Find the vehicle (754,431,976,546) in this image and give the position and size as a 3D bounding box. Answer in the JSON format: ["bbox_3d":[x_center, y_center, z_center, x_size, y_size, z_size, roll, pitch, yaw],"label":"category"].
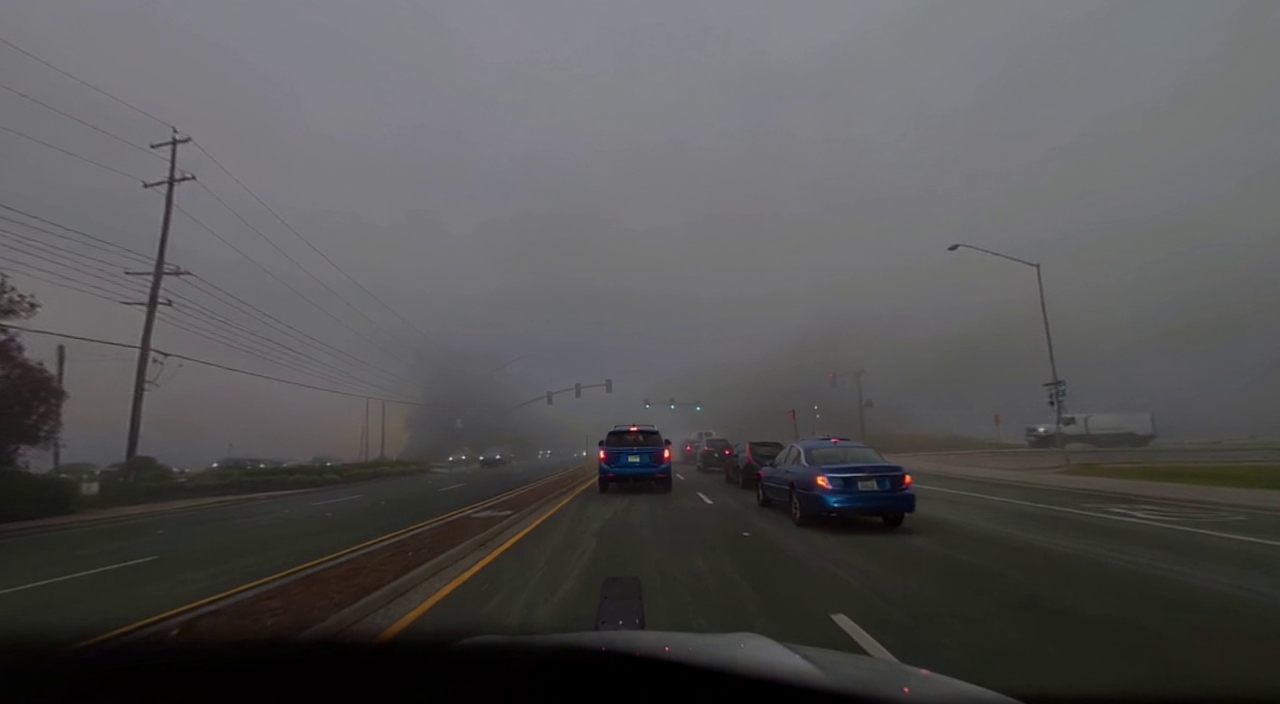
[{"bbox_3d":[3.317,2.103,10.474,1.984,1.462,4.513,0,-9,0],"label":"vehicle"}]

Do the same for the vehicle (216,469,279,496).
[{"bbox_3d":[-25.413,8.414,40.900,3.826,1.522,1.741,-5,-9,29],"label":"vehicle"}]

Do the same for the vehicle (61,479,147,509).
[{"bbox_3d":[-33.361,8.847,39.394,3.637,1.483,2.007,-2,-6,1],"label":"vehicle"}]

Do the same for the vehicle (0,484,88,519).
[{"bbox_3d":[-32.673,7.995,33.803,4.224,1.614,2.123,-1,-9,1],"label":"vehicle"}]

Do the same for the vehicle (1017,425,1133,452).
[{"bbox_3d":[33.663,6.786,49.065,7.088,1.918,2.678,-7,-11,38],"label":"vehicle"}]

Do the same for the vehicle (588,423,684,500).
[{"bbox_3d":[-0.120,2.958,17.354,2.300,1.821,4.254,0,-9,-1],"label":"vehicle"}]
